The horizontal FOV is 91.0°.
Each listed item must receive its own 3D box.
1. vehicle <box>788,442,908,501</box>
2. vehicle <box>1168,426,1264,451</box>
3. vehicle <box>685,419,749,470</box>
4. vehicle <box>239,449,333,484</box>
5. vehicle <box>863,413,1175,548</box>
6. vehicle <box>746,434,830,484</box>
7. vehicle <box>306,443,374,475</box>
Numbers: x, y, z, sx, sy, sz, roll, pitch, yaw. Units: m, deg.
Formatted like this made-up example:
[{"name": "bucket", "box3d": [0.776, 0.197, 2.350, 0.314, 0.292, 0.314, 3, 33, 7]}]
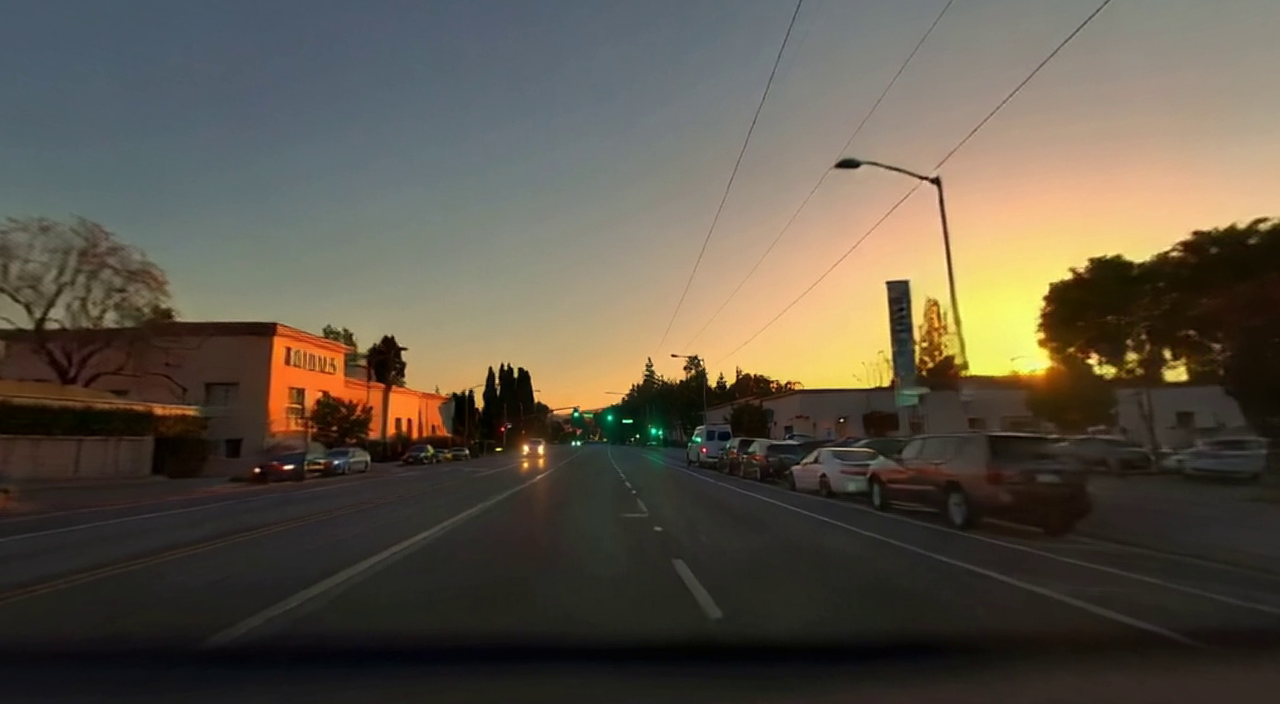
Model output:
[{"name": "vehicle", "box3d": [5.875, 3.425, 18.483, 1.902, 1.494, 4.622, 0, -9, -1]}, {"name": "vehicle", "box3d": [43.909, 6.657, 48.094, 2.062, 1.781, 5.018, 7, -11, -38]}, {"name": "vehicle", "box3d": [4.691, 5.801, 39.787, 2.739, 2.866, 6.142, -1, -7, -5]}, {"name": "vehicle", "box3d": [-16.843, 5.436, 30.281, 2.036, 1.478, 4.615, 0, -9, -3]}, {"name": "vehicle", "box3d": [6.440, 2.254, 11.868, 2.092, 1.887, 5.632, 1, -9, -4]}, {"name": "vehicle", "box3d": [5.753, 4.220, 25.064, 1.952, 1.771, 4.385, 1, -9, -5]}, {"name": "vehicle", "box3d": [-17.217, 6.160, 36.378, 1.928, 1.718, 4.279, 0, -9, -2]}]
